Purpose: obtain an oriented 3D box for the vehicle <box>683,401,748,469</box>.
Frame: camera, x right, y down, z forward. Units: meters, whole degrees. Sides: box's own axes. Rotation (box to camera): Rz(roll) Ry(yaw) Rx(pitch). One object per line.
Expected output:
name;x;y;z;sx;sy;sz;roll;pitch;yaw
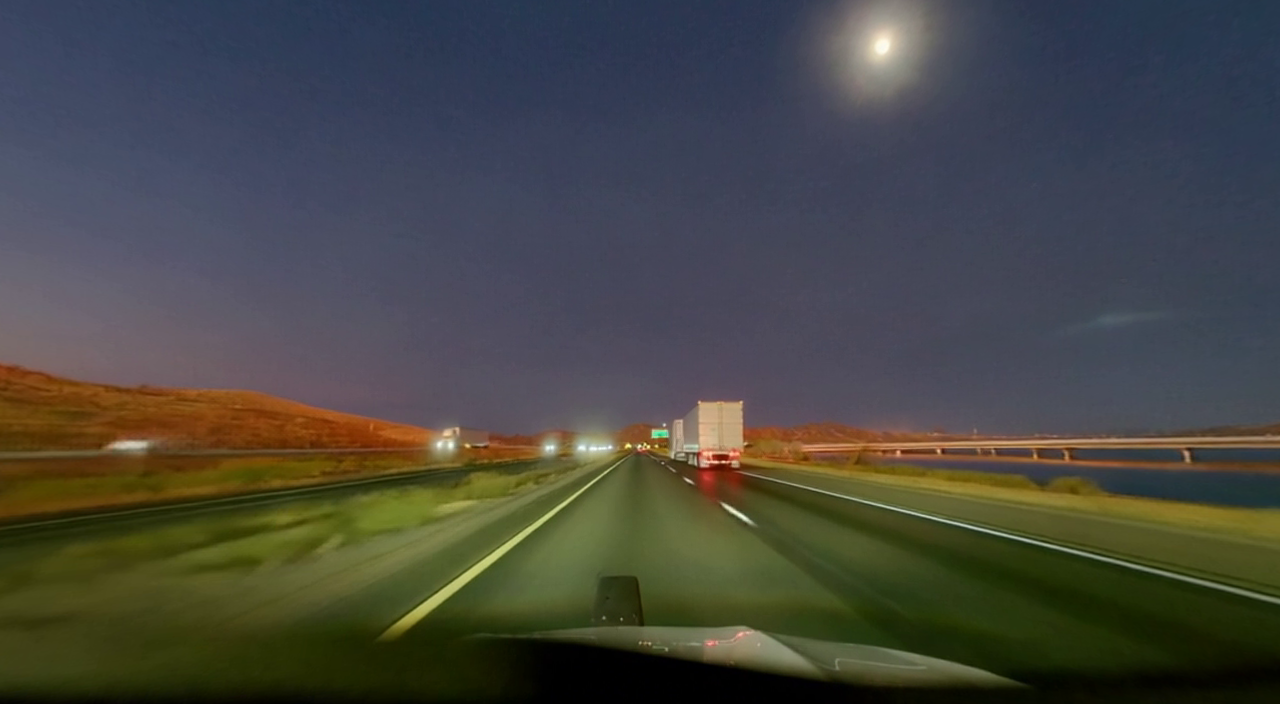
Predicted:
vehicle;4.953;5.968;44.253;3.035;4.005;13.454;0;-9;1
